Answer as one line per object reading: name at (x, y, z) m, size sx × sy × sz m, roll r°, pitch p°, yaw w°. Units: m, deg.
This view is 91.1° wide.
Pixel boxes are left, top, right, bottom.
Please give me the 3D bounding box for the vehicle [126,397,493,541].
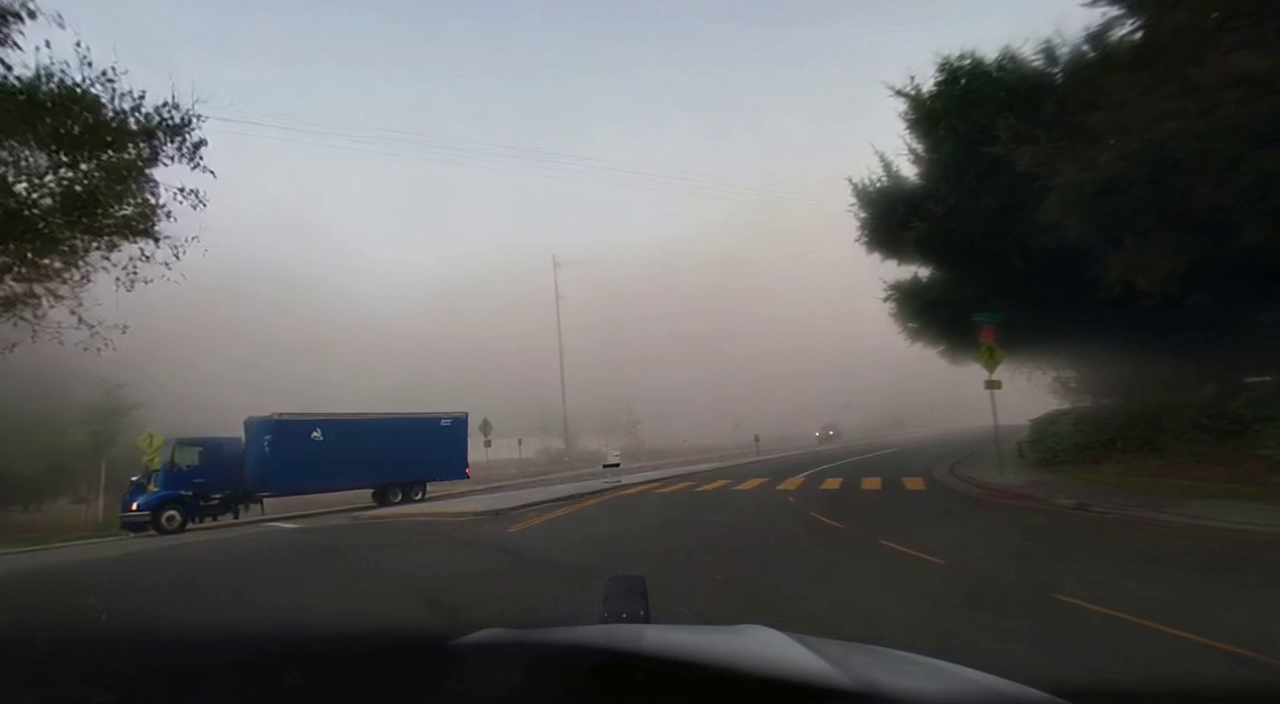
vehicle at (-9.525, 3.183, 19.607) m, size 2.838 × 3.326 × 9.680 m, roll -7°, pitch -7°, yaw 41°
